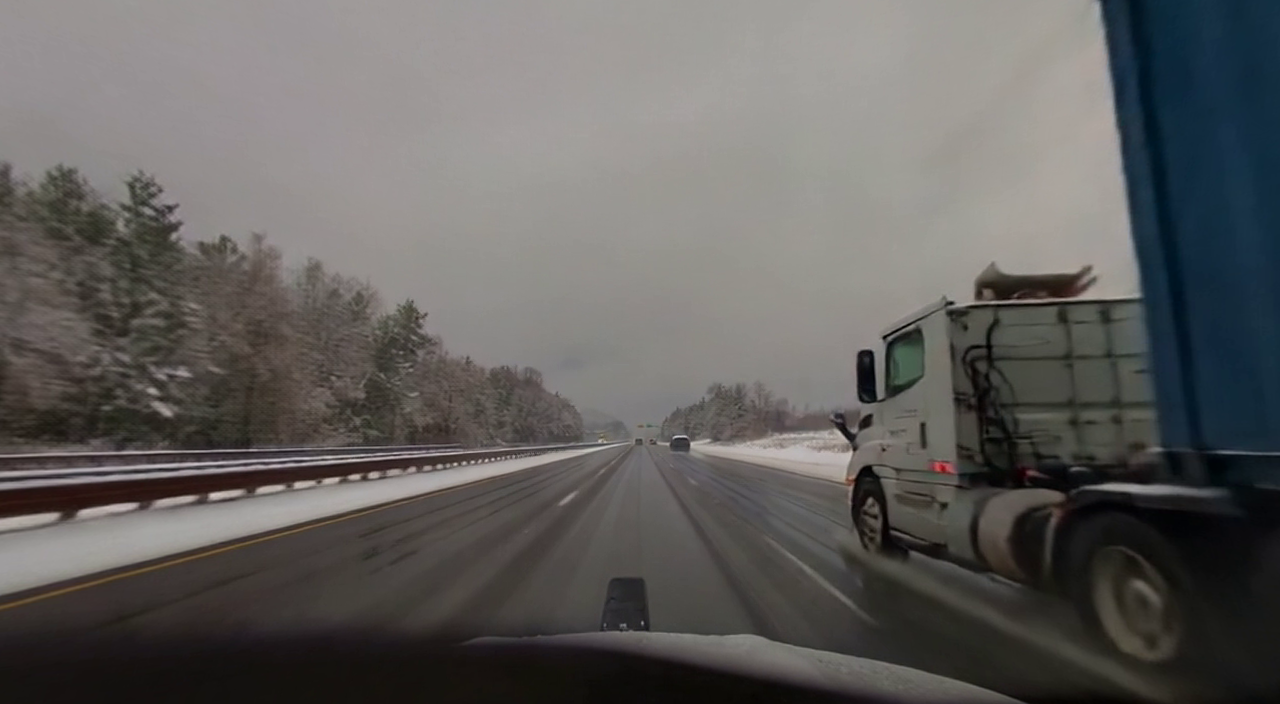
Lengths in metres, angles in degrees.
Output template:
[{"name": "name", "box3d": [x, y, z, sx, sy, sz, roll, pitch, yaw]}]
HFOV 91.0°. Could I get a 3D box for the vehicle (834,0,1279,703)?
[{"name": "vehicle", "box3d": [3.938, -0.553, 1.574, 2.903, 4.003, 13.046, 0, -8, 1]}]
